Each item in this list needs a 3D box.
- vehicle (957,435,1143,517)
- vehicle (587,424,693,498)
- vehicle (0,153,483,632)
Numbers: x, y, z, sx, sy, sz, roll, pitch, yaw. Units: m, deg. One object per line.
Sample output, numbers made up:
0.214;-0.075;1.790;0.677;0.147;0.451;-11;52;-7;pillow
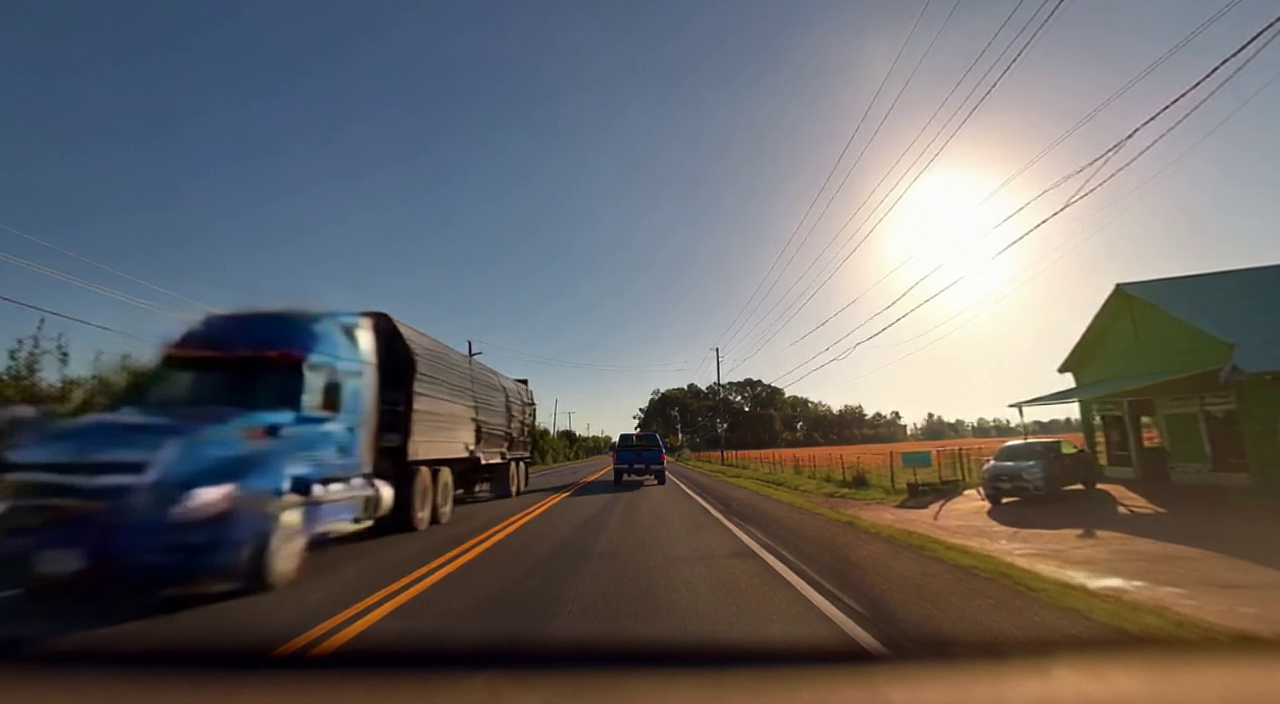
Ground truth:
10.645;3.074;16.248;5.304;1.754;2.340;7;-11;-39;vehicle
-0.032;3.584;21.257;2.921;2.031;7.416;0;-9;-1;vehicle
-4.803;0.821;9.147;3.063;3.986;7.883;0;-9;-1;vehicle
